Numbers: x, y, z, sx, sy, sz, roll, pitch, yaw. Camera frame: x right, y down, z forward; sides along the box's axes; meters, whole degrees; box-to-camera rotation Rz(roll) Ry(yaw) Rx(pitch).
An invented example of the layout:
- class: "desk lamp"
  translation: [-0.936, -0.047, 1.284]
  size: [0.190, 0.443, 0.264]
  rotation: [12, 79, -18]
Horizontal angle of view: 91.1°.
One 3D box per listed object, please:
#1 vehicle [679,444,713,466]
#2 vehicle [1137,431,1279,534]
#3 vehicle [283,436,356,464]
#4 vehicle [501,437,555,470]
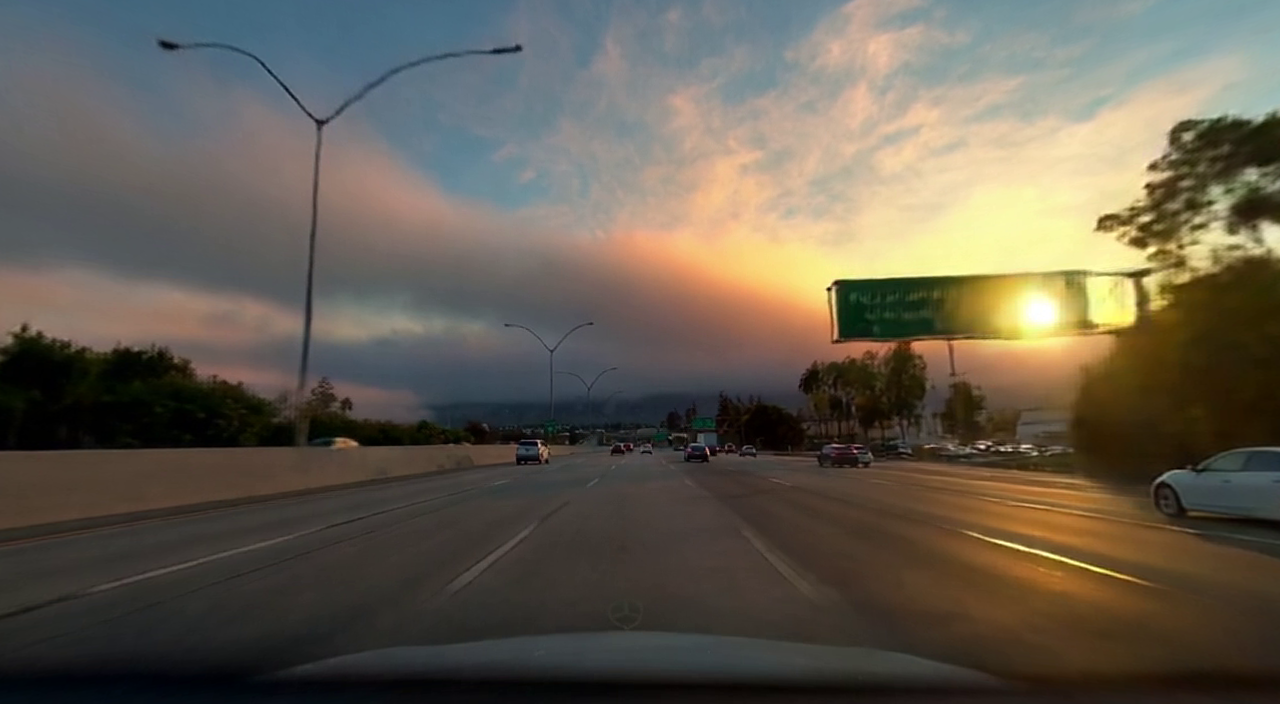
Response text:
- class: "vehicle"
  translation: [3.800, 7.041, 43.155]
  size: [1.950, 1.453, 3.378]
  rotation: [0, -9, -1]
- class: "vehicle"
  translation: [10.205, 1.899, 9.132]
  size: [1.979, 1.467, 4.839]
  rotation: [0, -8, 0]
- class: "vehicle"
  translation: [-21.297, 6.564, 41.970]
  size: [2.140, 1.739, 5.106]
  rotation: [0, -9, 1]
- class: "vehicle"
  translation: [-6.191, 5.680, 35.373]
  size: [2.091, 1.746, 4.437]
  rotation: [0, -9, 2]
